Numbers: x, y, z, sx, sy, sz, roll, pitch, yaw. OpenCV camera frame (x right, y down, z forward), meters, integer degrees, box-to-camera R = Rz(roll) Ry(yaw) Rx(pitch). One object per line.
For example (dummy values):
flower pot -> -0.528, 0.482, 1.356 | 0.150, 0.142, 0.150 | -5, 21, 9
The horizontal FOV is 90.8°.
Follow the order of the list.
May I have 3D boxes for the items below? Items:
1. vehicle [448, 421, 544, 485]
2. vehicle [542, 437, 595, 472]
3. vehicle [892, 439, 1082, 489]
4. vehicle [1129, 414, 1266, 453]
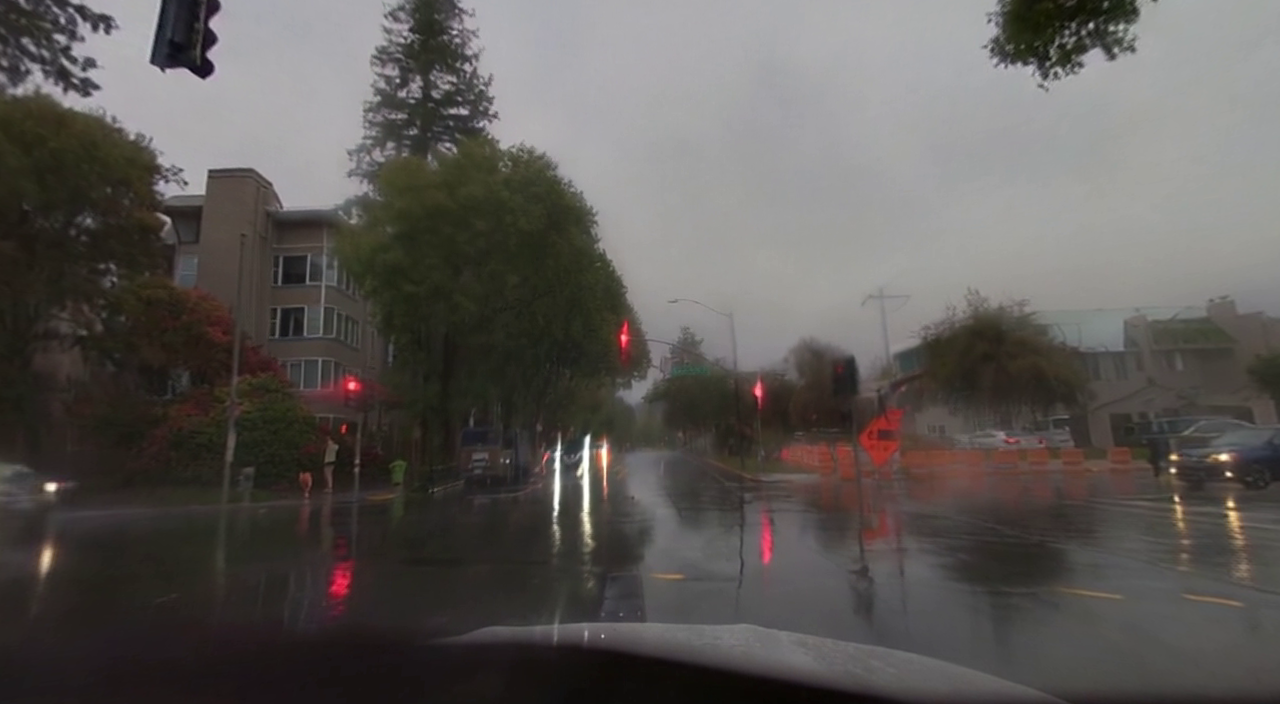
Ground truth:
vehicle -> -6.468, 4.689, 29.609 | 2.896, 2.560, 7.322 | 0, -8, -1
vehicle -> -3.665, 5.369, 33.328 | 2.302, 1.708, 4.764 | 0, -8, 0
vehicle -> 11.235, 3.642, 20.830 | 5.158, 1.470, 2.012 | -5, -10, 27
vehicle -> 33.295, 4.924, 37.887 | 5.969, 2.225, 2.458 | 0, -9, -4
